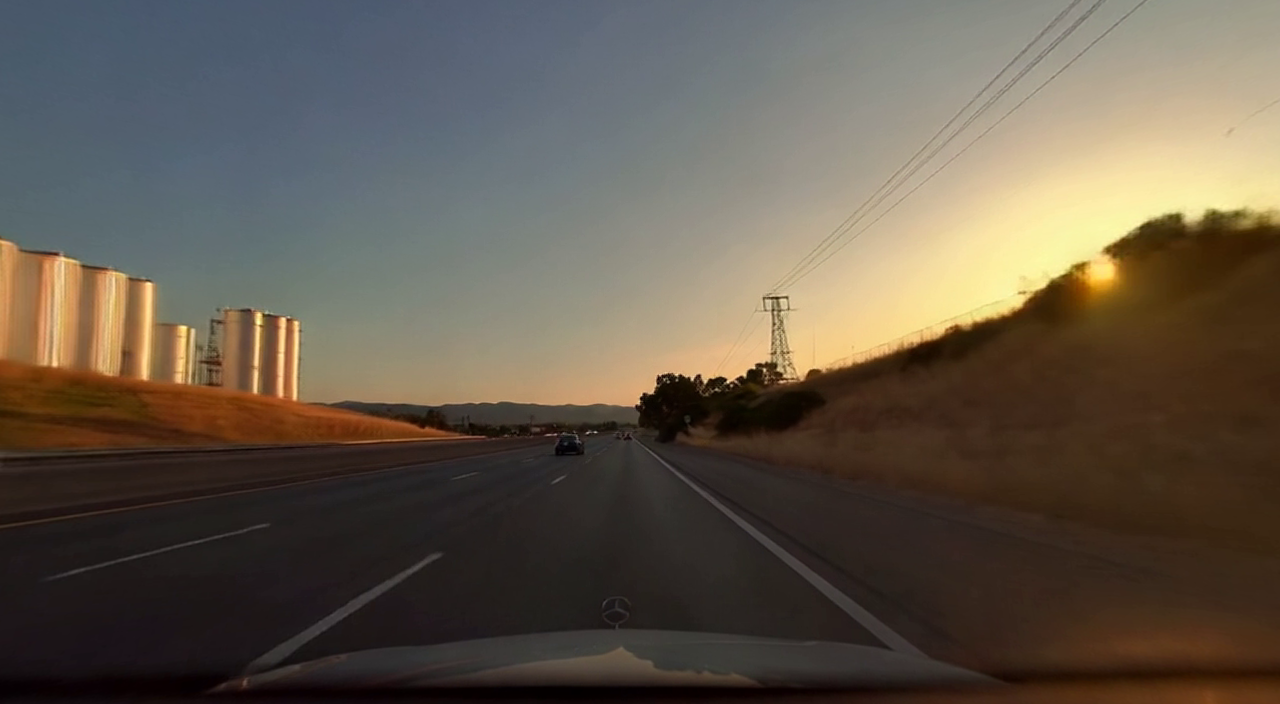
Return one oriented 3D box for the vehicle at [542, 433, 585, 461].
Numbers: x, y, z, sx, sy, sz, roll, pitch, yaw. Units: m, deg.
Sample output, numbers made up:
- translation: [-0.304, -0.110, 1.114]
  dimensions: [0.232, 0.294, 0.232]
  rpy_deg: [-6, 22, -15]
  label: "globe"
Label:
- translation: [-4.139, 5.182, 34.574]
  dimensions: [1.952, 1.462, 3.969]
  rpy_deg: [0, -8, -1]
  label: "vehicle"
